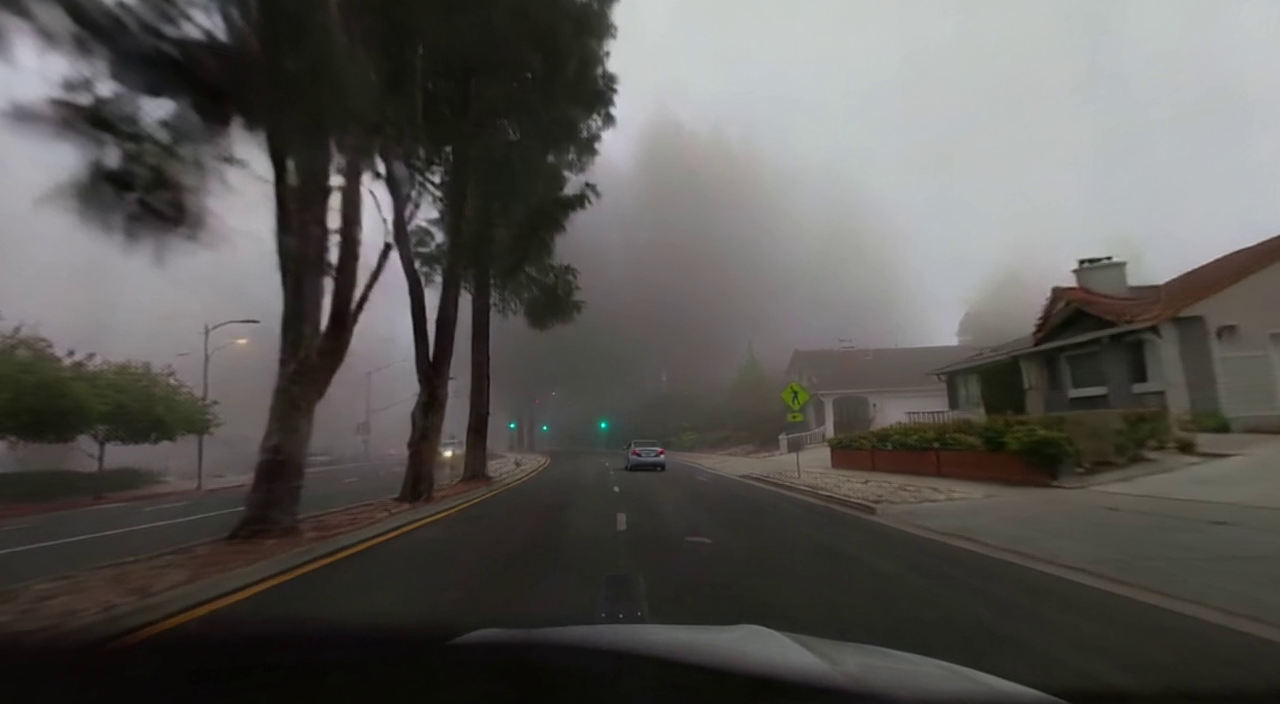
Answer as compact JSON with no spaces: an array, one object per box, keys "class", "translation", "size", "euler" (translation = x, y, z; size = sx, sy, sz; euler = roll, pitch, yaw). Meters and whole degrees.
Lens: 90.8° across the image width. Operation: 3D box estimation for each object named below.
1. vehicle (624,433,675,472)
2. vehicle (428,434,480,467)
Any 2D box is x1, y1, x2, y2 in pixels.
[{"class":"vehicle","translation":[0.386,4.781,30.266],"size":[1.990,1.707,4.225],"euler":[0,-8,-5]},{"class":"vehicle","translation":[-11.983,6.386,41.116],"size":[2.334,2.022,5.653],"euler":[1,-8,-7]}]
